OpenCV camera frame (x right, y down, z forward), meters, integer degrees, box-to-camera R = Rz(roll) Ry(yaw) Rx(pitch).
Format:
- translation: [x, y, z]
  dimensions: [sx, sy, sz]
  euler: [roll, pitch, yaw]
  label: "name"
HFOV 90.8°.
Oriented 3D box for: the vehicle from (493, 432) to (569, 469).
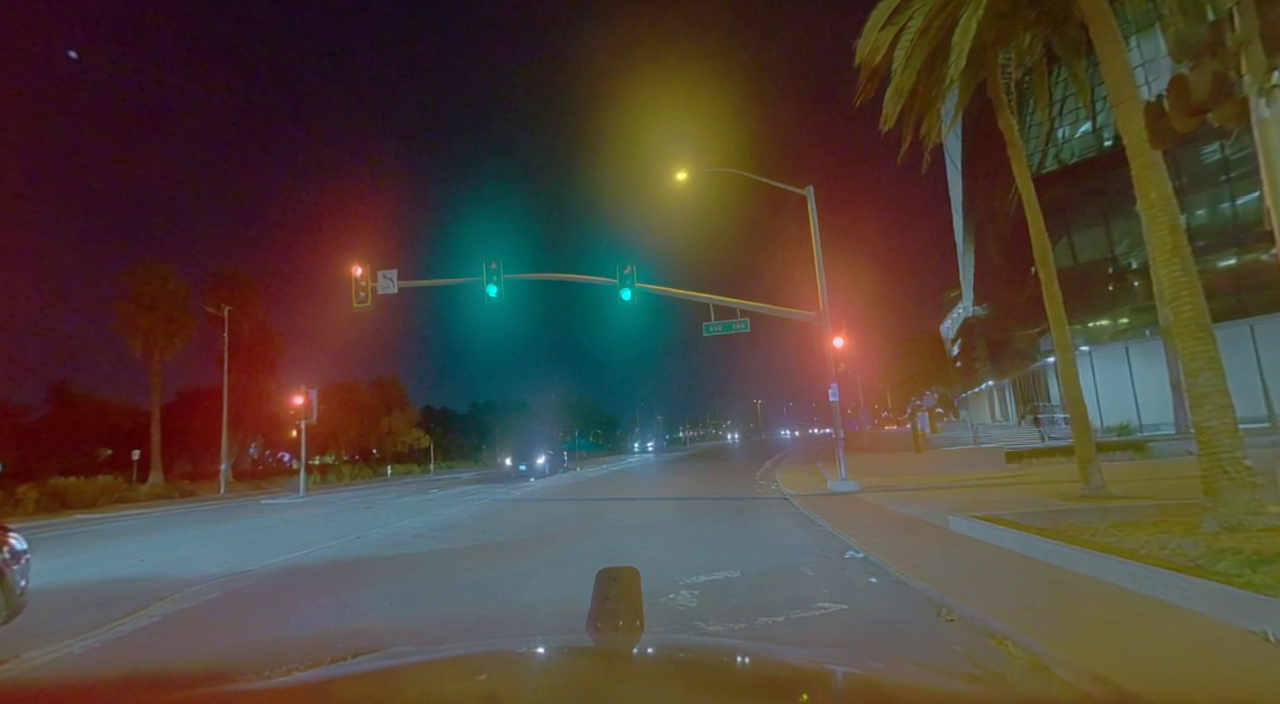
- translation: [-5.684, 5.235, 33.642]
  dimensions: [2.181, 1.792, 4.648]
  euler: [-3, -9, 16]
  label: "vehicle"
